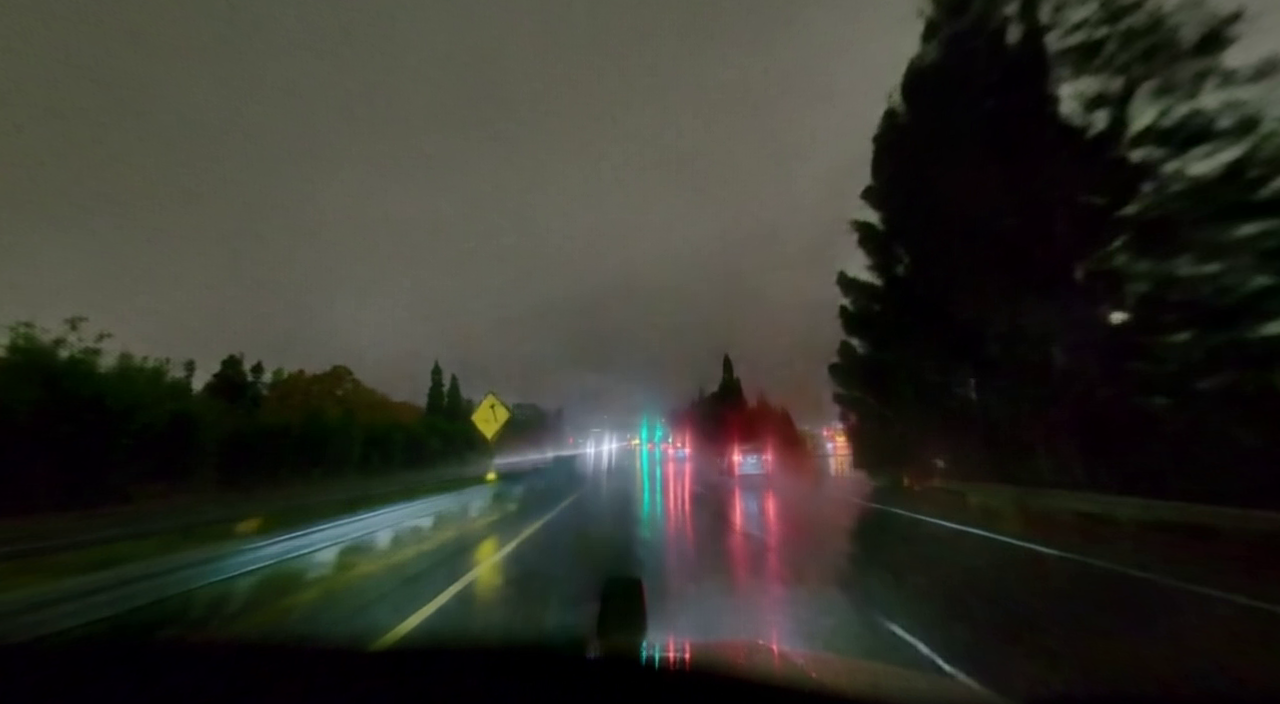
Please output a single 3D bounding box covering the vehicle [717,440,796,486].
[{"bbox_3d":[4.198,4.086,23.538,2.042,1.518,4.477,0,-8,-1],"label":"vehicle"}]
